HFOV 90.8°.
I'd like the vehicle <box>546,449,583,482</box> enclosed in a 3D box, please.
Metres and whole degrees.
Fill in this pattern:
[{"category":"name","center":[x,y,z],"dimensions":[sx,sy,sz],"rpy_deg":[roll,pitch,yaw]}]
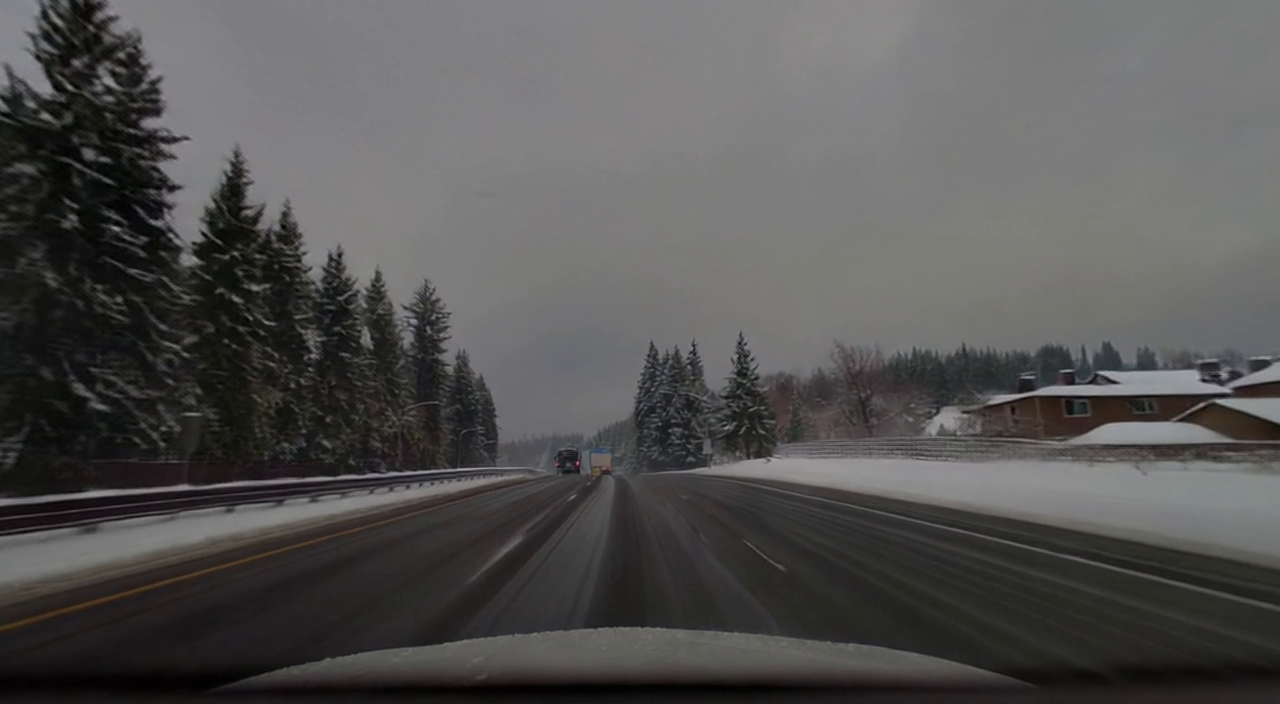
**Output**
[{"category":"vehicle","center":[-5.559,8.418,47.168],"dimensions":[2.323,2.252,4.808],"rpy_deg":[0,-9,-2]}]
